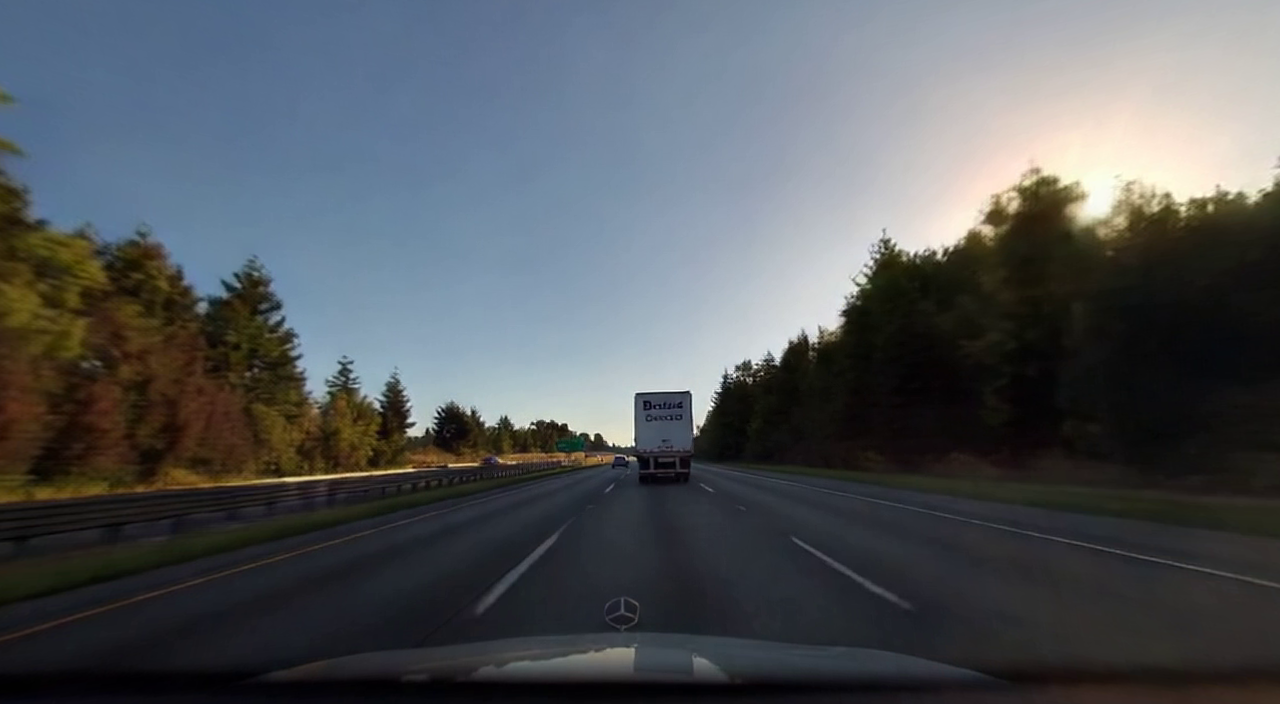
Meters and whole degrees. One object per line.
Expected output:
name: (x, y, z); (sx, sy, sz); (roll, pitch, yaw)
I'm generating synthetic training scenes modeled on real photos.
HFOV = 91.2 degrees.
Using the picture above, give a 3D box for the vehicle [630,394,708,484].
vehicle: (1.482, 5.327, 37.402); (3.537, 4.071, 17.399); (0, -9, 1)
